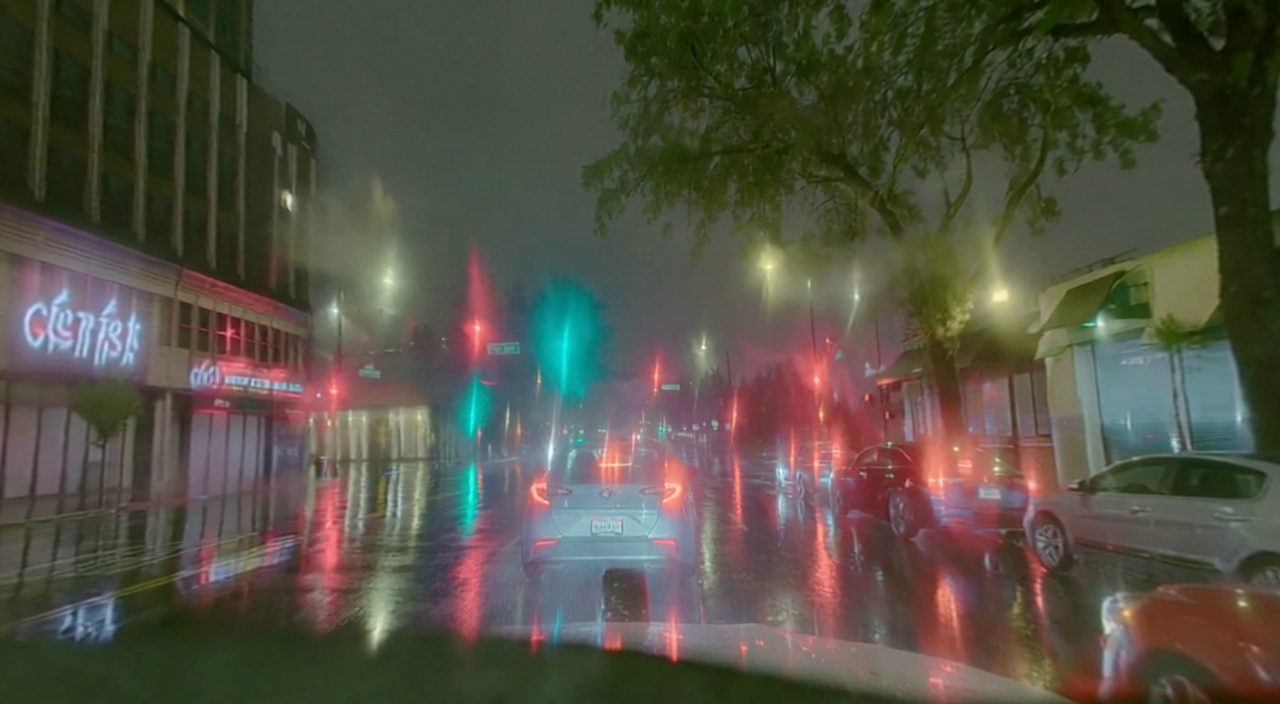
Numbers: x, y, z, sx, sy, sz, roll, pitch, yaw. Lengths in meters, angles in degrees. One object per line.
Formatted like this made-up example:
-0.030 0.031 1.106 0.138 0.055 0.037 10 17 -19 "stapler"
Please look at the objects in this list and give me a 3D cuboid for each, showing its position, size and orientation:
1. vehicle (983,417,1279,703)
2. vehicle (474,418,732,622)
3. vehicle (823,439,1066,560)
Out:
3.184 0.873 1.498 2.006 1.496 4.767 0 -8 -1 "vehicle"
-0.276 1.512 6.561 1.888 1.489 3.703 0 -8 0 "vehicle"
4.531 2.216 10.358 1.912 1.505 4.618 -1 -8 3 "vehicle"
